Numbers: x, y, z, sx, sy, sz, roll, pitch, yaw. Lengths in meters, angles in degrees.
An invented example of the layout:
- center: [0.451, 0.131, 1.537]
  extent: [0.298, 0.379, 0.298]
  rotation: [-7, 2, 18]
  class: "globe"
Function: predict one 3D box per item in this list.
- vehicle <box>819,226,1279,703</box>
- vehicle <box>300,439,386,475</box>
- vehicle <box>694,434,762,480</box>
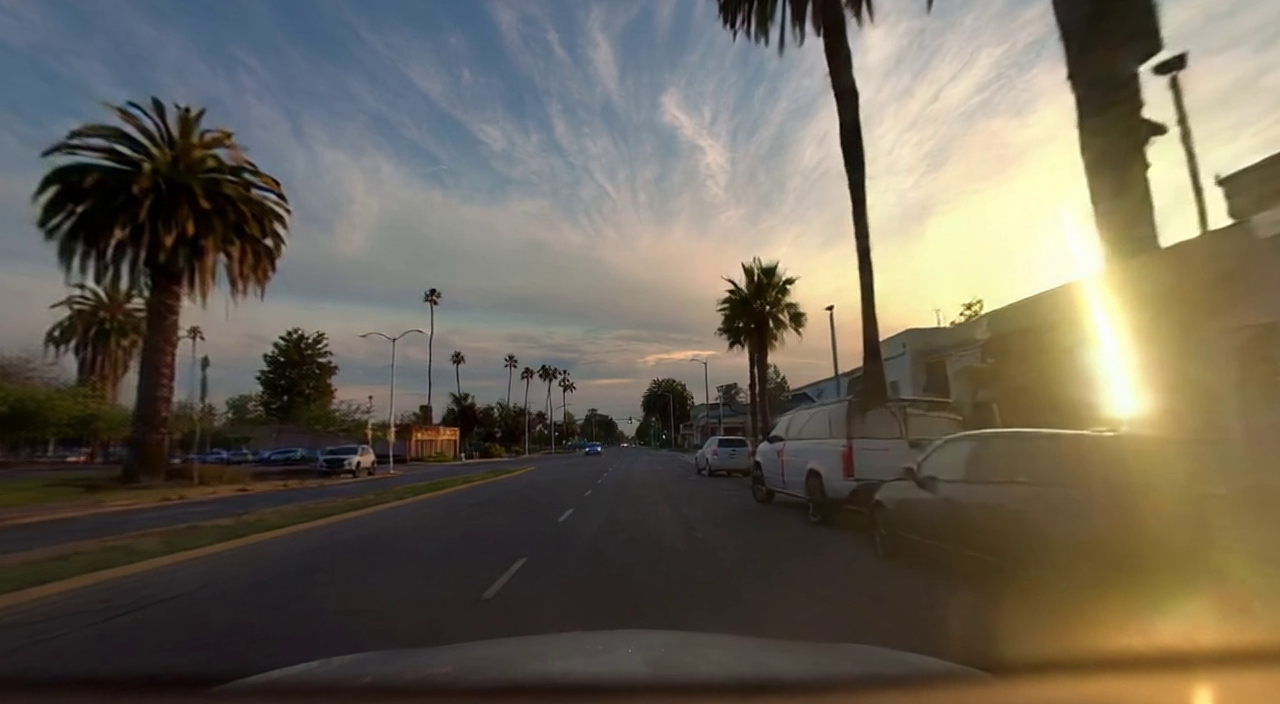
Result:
- center: [3.664, 0.998, 6.026]
  extent: [2.221, 2.552, 5.594]
  rotation: [0, -9, 0]
  class: "vehicle"
- center: [-19.436, 6.822, 41.247]
  extent: [6.167, 2.125, 2.526]
  rotation: [-7, -10, 38]
  class: "vehicle"
- center: [3.627, 4.424, 26.835]
  extent: [2.138, 1.743, 4.363]
  rotation: [0, -8, -1]
  class: "vehicle"
